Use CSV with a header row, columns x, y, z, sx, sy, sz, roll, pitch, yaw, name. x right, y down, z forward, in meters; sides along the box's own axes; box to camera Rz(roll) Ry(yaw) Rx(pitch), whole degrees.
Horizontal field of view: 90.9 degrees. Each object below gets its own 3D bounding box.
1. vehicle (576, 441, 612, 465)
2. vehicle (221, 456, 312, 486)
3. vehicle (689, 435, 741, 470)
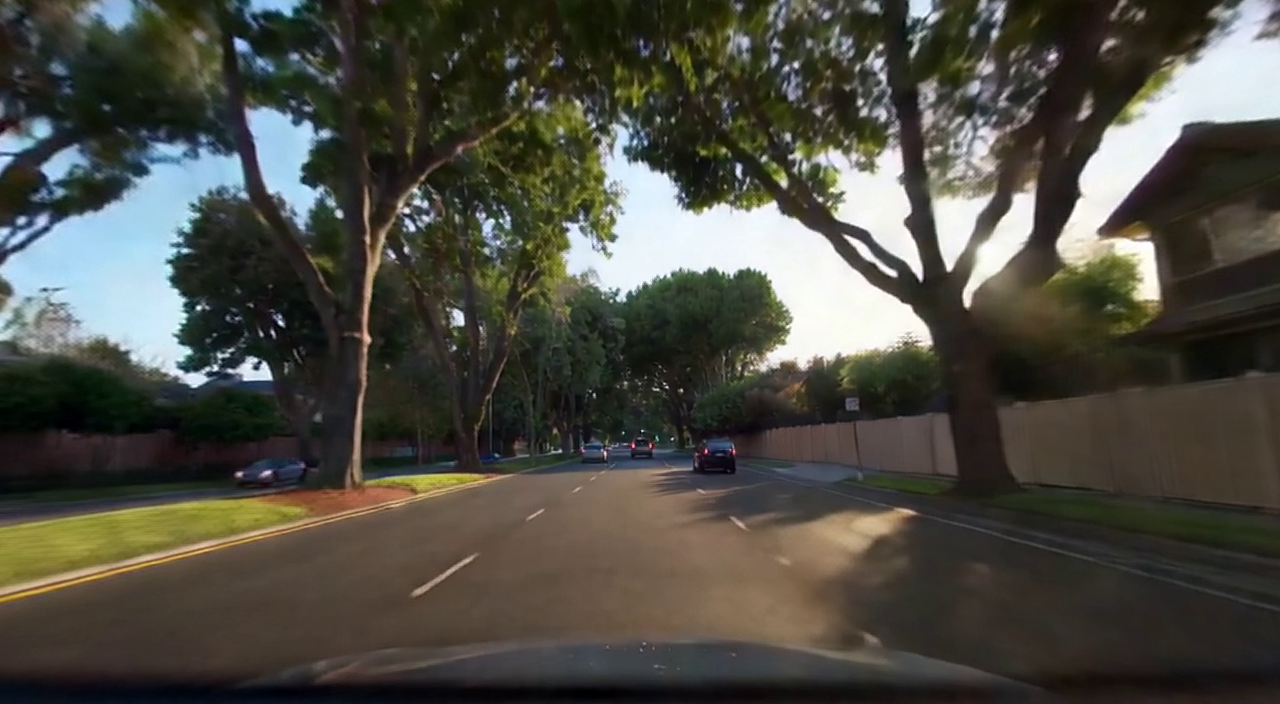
x,y,z,sx,sy,sz,roll,pitch,yaw,name
-2.971,6.623,41.506,1.940,1.473,4.133,0,-8,1,vehicle
-20.948,6.659,35.669,1.960,1.492,5.090,0,-8,1,vehicle
3.858,5.281,33.289,2.182,1.688,4.187,0,-8,-1,vehicle
